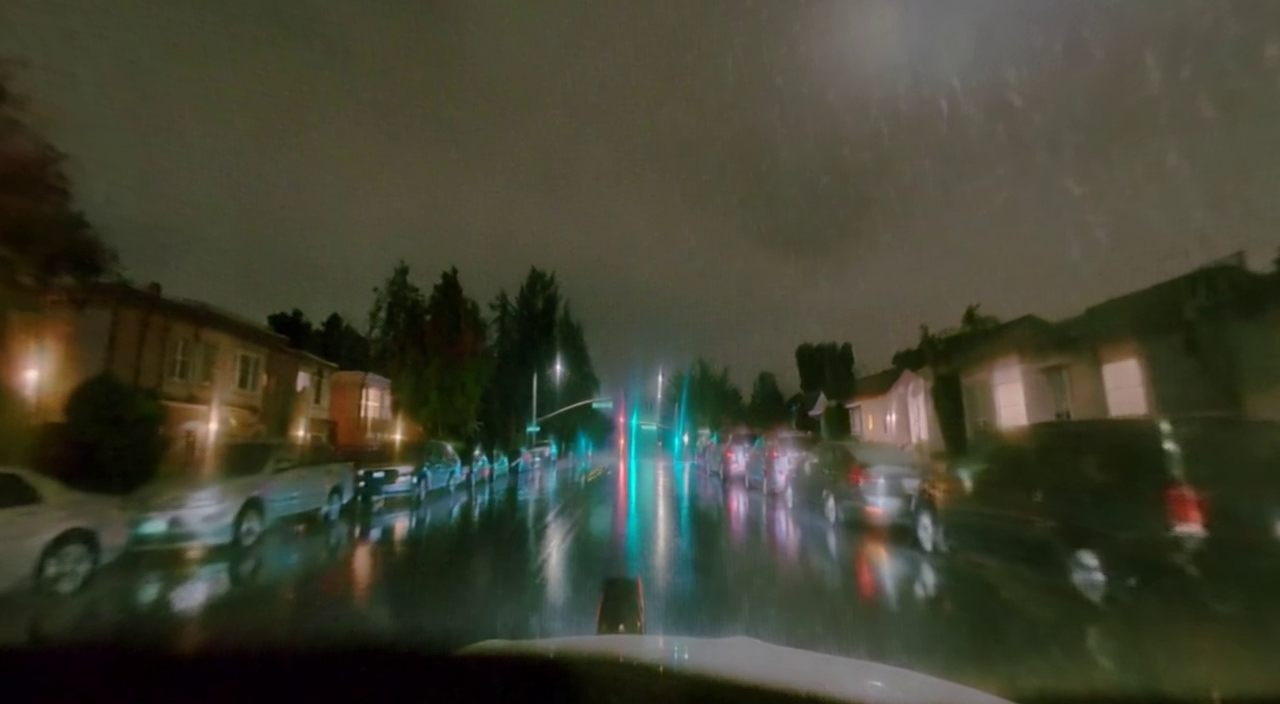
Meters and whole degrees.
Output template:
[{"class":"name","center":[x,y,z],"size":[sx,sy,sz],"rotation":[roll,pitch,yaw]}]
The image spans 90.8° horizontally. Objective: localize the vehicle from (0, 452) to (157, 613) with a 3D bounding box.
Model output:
[{"class":"vehicle","center":[-6.870,1.672,5.480],"size":[1.828,1.468,4.738],"rotation":[-2,-8,-3]}]

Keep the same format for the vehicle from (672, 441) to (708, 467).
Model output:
[{"class":"vehicle","center":[3.692,7.602,47.302],"size":[2.101,1.771,4.747],"rotation":[0,-9,-2]}]

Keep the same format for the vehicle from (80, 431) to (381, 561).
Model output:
[{"class":"vehicle","center":[-7.084,2.504,11.970],"size":[2.162,1.846,5.426],"rotation":[0,-8,-1]}]

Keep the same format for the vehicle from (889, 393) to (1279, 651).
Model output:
[{"class":"vehicle","center":[4.505,1.483,6.581],"size":[1.918,1.740,4.415],"rotation":[0,-9,-1]}]

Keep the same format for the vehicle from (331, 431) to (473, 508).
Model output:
[{"class":"vehicle","center":[-7.144,3.580,19.886],"size":[2.195,2.023,6.055],"rotation":[0,-8,-1]}]

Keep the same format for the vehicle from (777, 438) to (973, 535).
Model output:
[{"class":"vehicle","center":[4.202,2.465,12.282],"size":[1.877,1.486,4.713],"rotation":[0,-9,-2]}]
